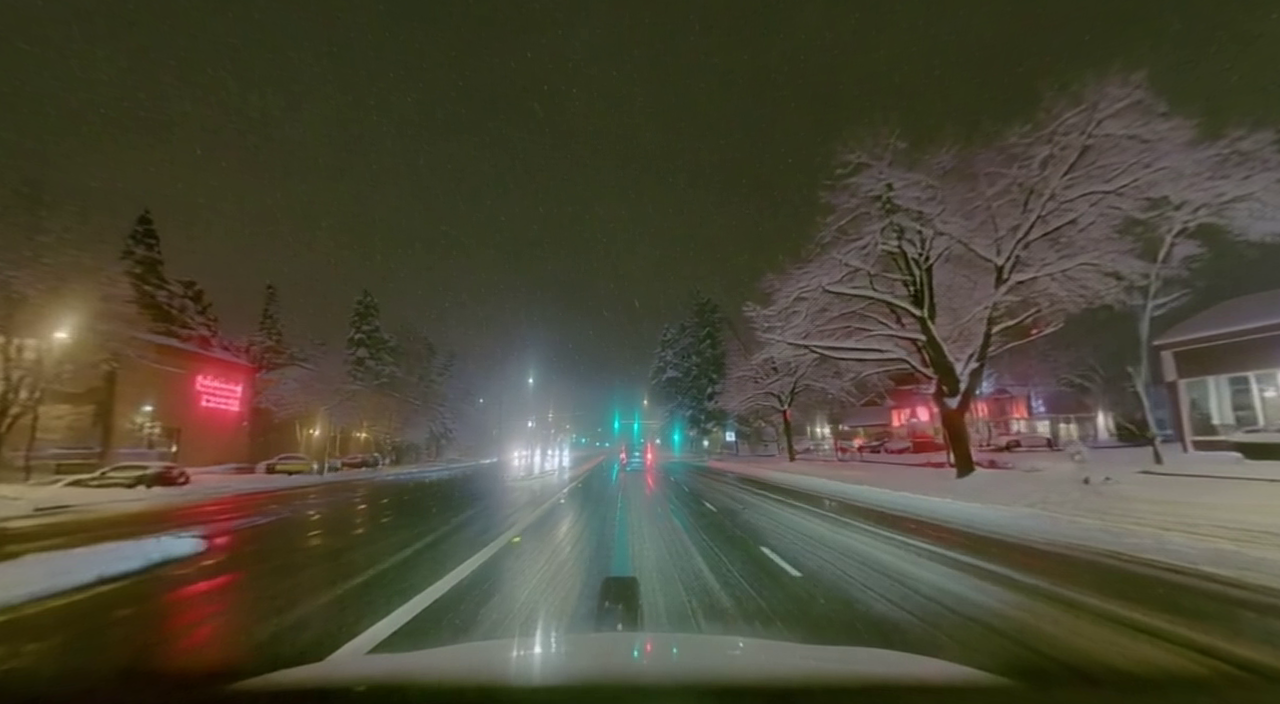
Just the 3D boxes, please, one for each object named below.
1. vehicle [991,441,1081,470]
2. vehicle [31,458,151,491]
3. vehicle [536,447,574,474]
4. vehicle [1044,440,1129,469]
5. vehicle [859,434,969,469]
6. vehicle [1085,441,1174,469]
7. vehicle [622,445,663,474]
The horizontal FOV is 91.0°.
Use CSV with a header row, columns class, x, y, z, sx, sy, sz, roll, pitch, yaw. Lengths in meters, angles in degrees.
class,x,y,z,sx,sy,sz,roll,pitch,yaw
vehicle,22.804,5.973,36.499,1.955,1.499,4.687,-2,-8,-2
vehicle,-29.208,6.504,33.593,4.367,1.613,2.004,0,-8,-3
vehicle,-4.938,6.383,37.220,2.033,1.486,3.771,1,-9,-5
vehicle,25.776,5.951,36.481,1.883,1.524,4.065,-2,-9,0
vehicle,15.817,5.765,36.399,5.466,1.861,2.135,-6,-10,31
vehicle,28.394,5.992,36.676,1.898,1.536,4.025,0,-9,0
vehicle,0.068,5.653,33.368,1.998,1.452,3.773,0,-8,-2
